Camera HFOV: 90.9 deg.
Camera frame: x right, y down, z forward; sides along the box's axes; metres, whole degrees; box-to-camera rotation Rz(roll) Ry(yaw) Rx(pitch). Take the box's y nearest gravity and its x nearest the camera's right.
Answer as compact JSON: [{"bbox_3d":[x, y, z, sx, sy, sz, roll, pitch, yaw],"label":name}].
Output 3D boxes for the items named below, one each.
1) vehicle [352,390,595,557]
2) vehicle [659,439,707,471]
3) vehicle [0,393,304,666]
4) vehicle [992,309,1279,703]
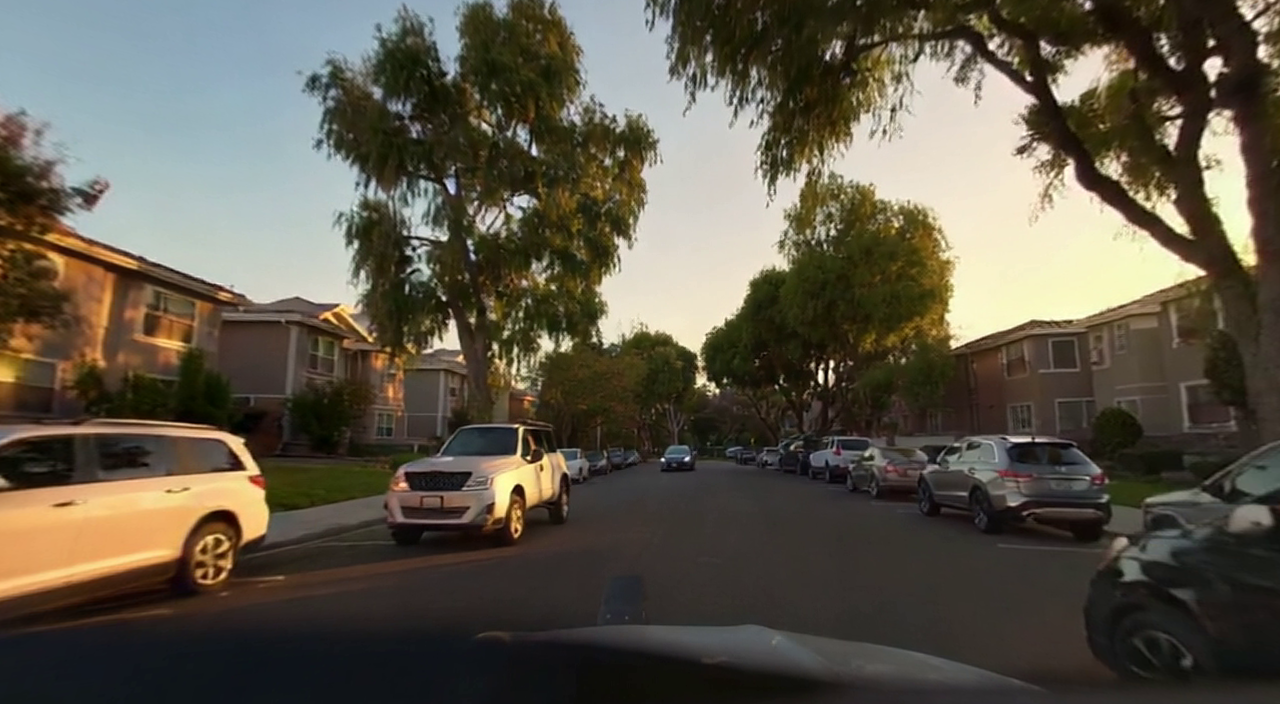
[{"bbox_3d":[-2.285,1.879,10.449,2.197,2.047,4.985,-1,-8,6],"label":"vehicle"},{"bbox_3d":[2.301,5.292,32.622,1.971,1.476,4.593,-2,-8,9],"label":"vehicle"},{"bbox_3d":[-5.141,1.317,5.138,2.002,1.774,4.568,-1,-8,4],"label":"vehicle"},{"bbox_3d":[2.930,0.613,1.112,2.055,1.717,5.172,-1,-8,6],"label":"vehicle"}]
